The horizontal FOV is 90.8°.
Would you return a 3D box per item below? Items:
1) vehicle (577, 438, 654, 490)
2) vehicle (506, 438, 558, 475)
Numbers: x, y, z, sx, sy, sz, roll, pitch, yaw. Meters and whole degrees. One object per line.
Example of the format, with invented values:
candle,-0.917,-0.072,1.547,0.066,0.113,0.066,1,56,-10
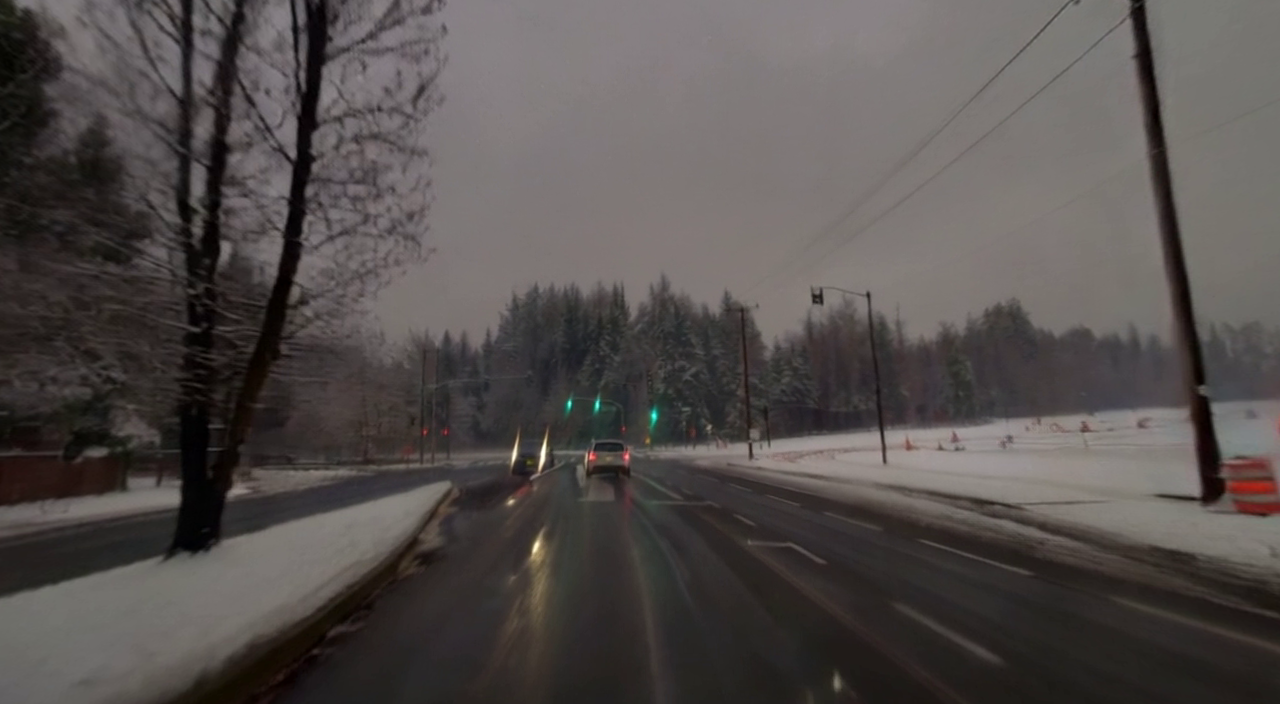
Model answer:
vehicle,-0.942,3.663,21.094,2.266,1.508,4.430,1,-8,-6
vehicle,-5.167,5.075,30.876,2.077,1.665,4.206,1,-8,-4
